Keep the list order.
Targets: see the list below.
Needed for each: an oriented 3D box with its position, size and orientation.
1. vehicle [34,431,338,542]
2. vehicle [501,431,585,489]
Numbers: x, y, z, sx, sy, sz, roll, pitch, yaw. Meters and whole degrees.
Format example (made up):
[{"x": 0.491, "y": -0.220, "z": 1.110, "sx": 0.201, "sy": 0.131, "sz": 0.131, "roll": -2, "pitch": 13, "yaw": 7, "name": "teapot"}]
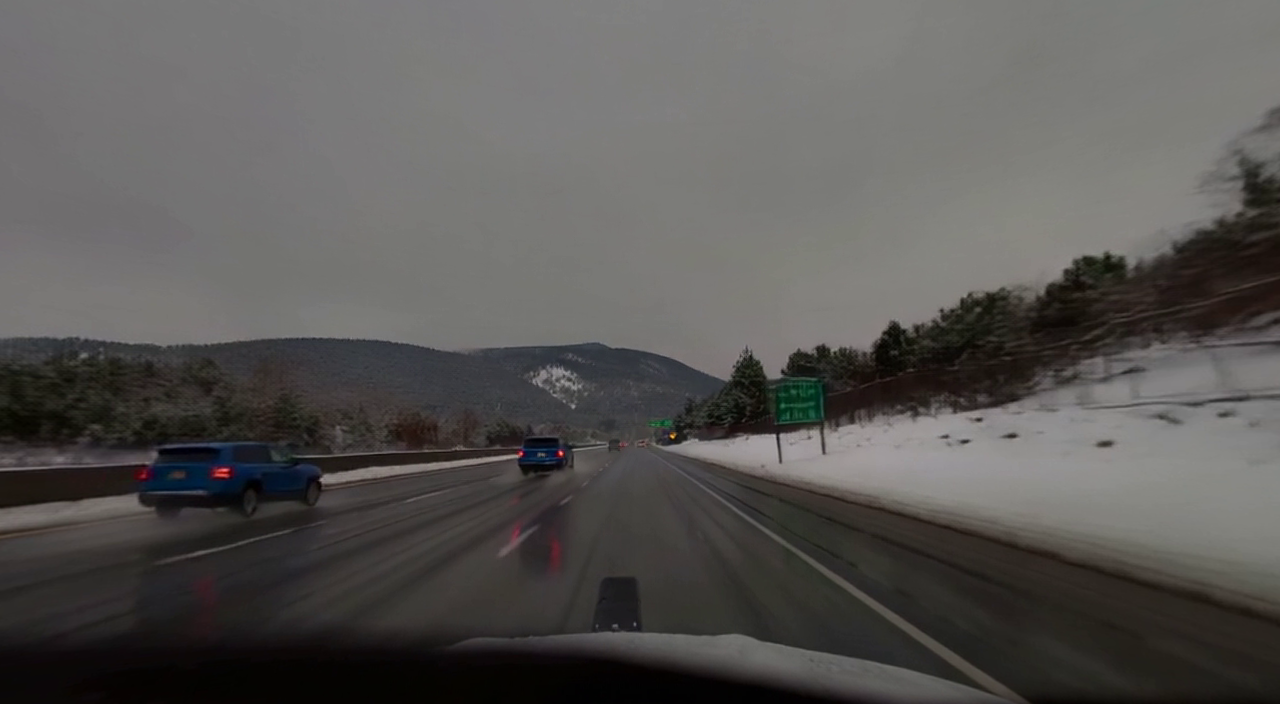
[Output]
[{"x": -7.352, "y": 2.194, "z": 11.021, "sx": 1.930, "sy": 1.508, "sz": 4.567, "roll": 0, "pitch": -8, "yaw": 0, "name": "vehicle"}, {"x": -3.153, "y": 3.623, "z": 21.511, "sx": 2.029, "sy": 1.753, "sz": 4.718, "roll": 0, "pitch": -8, "yaw": 1, "name": "vehicle"}]
